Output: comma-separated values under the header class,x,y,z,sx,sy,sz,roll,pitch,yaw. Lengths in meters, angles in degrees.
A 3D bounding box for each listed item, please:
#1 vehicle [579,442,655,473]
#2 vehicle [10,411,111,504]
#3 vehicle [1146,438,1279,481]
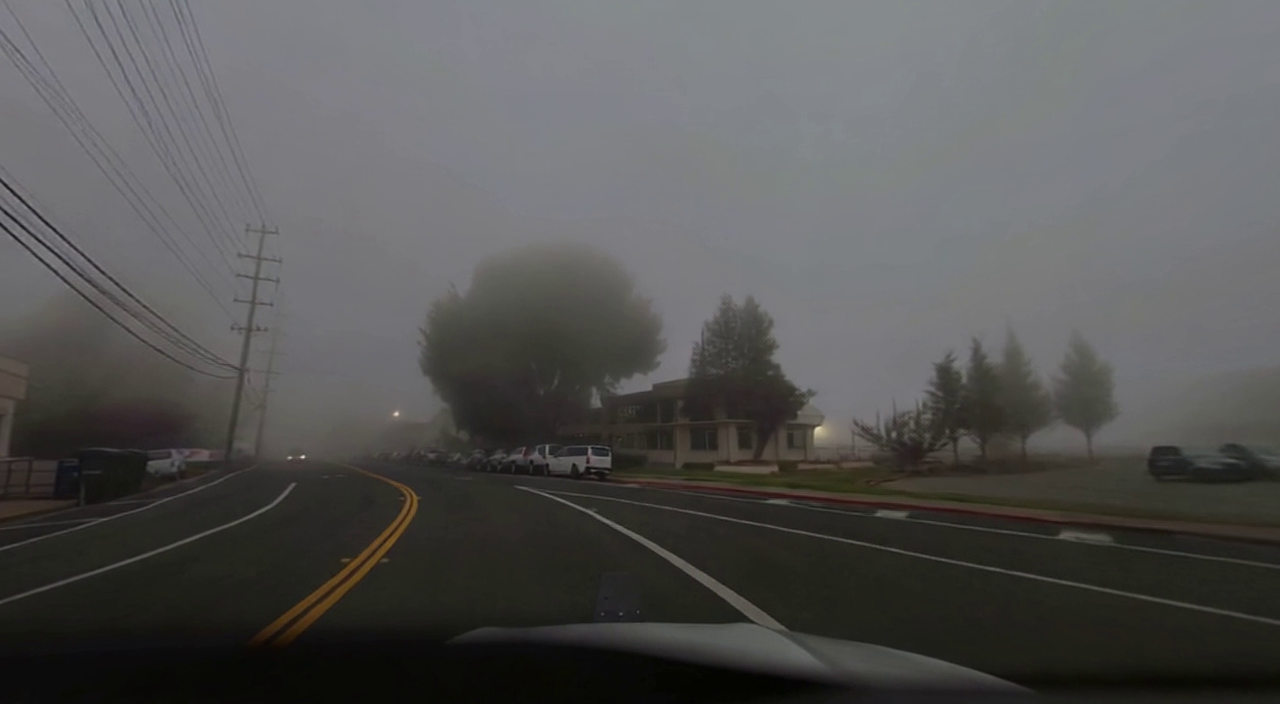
class,x,y,z,sx,sy,sz,roll,pitch,yaw
vehicle,-1.165,5.699,34.218,2.074,1.526,4.853,-4,-9,26
vehicle,-19.320,3.457,21.137,1.716,2.808,3.001,3,-8,-30
vehicle,21.737,3.918,23.096,4.454,1.504,1.970,-1,-8,6
